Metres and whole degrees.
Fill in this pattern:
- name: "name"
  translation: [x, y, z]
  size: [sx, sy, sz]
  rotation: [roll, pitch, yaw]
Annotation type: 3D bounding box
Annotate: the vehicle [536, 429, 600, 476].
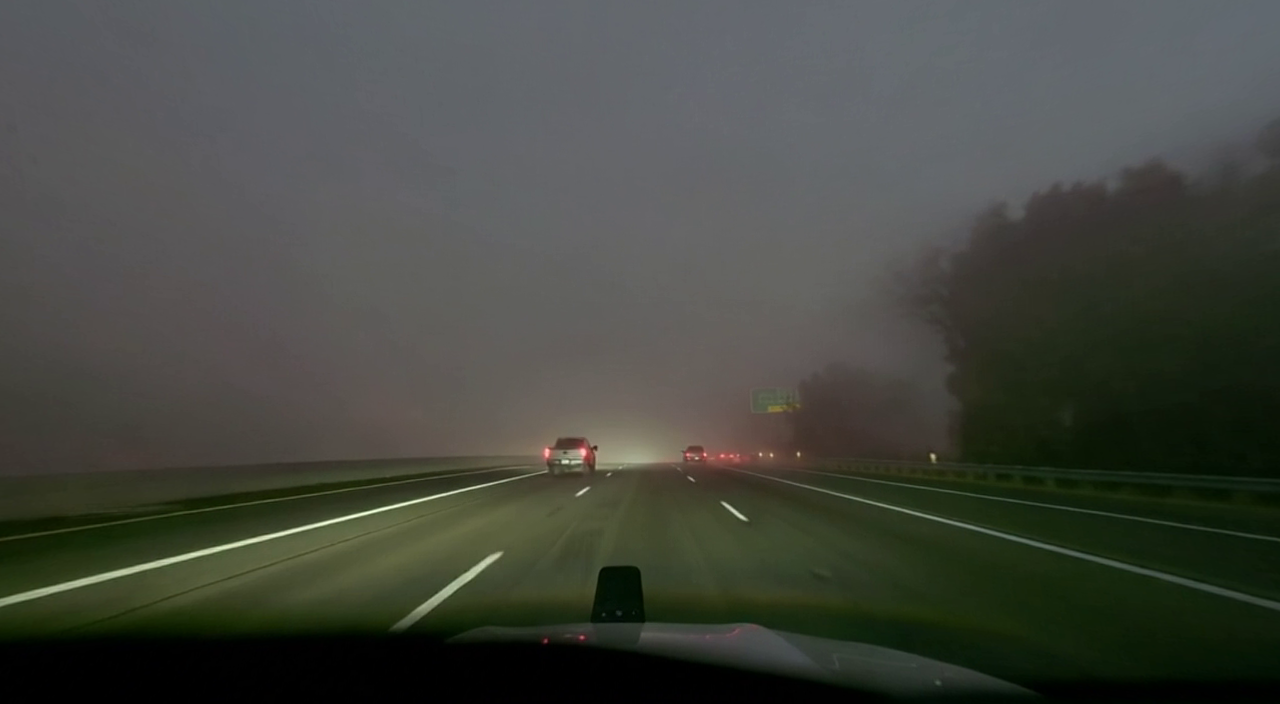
- name: "vehicle"
  translation: [-3.671, 5.324, 33.524]
  size: [2.496, 2.203, 6.317]
  rotation: [0, -9, 2]
